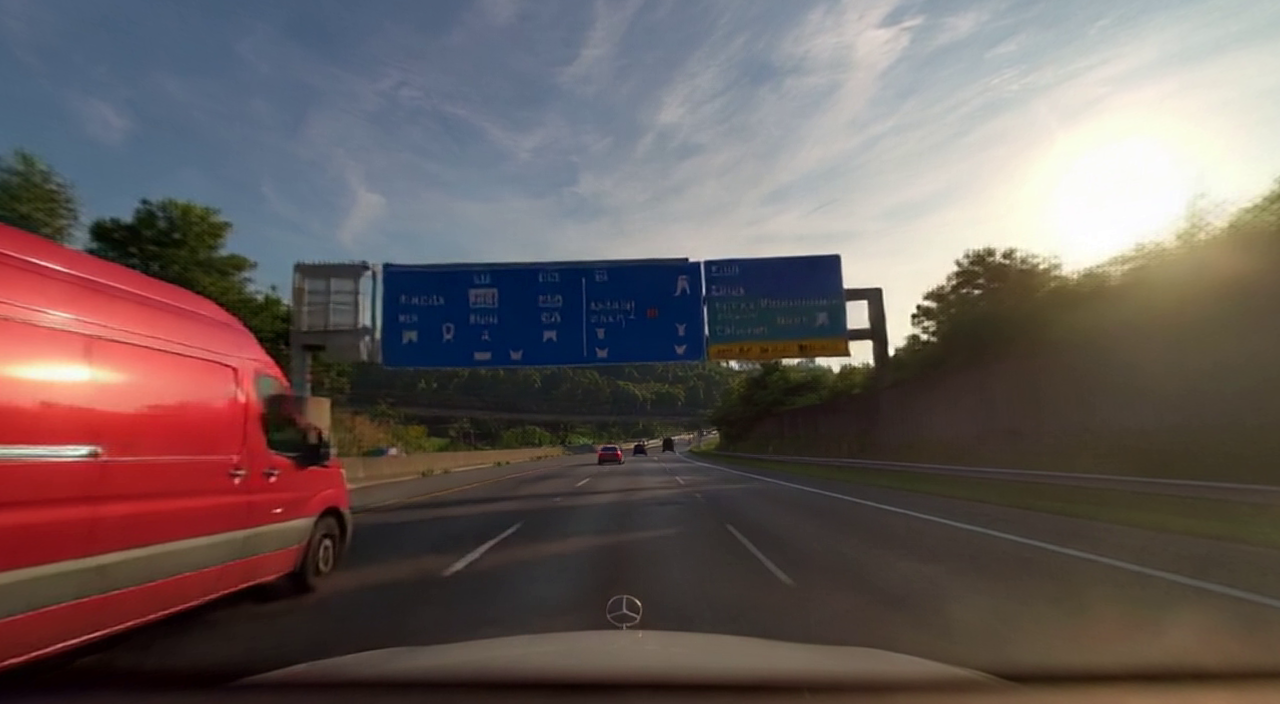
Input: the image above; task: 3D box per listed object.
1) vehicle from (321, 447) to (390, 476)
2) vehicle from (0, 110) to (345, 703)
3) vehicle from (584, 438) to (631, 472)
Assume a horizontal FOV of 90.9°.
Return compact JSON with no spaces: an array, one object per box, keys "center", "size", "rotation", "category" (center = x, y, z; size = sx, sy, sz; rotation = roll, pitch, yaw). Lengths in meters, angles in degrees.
[{"center":[-16.345,6.297,36.478],"size":[1.893,1.505,4.505],"rotation":[0,-9,0],"category":"vehicle"},{"center":[-4.083,0.309,2.999],"size":[2.382,2.736,5.982],"rotation":[0,-9,0],"category":"vehicle"},{"center":[-1.661,5.496,33.814],"size":[2.183,1.662,3.968],"rotation":[0,-9,2],"category":"vehicle"}]
